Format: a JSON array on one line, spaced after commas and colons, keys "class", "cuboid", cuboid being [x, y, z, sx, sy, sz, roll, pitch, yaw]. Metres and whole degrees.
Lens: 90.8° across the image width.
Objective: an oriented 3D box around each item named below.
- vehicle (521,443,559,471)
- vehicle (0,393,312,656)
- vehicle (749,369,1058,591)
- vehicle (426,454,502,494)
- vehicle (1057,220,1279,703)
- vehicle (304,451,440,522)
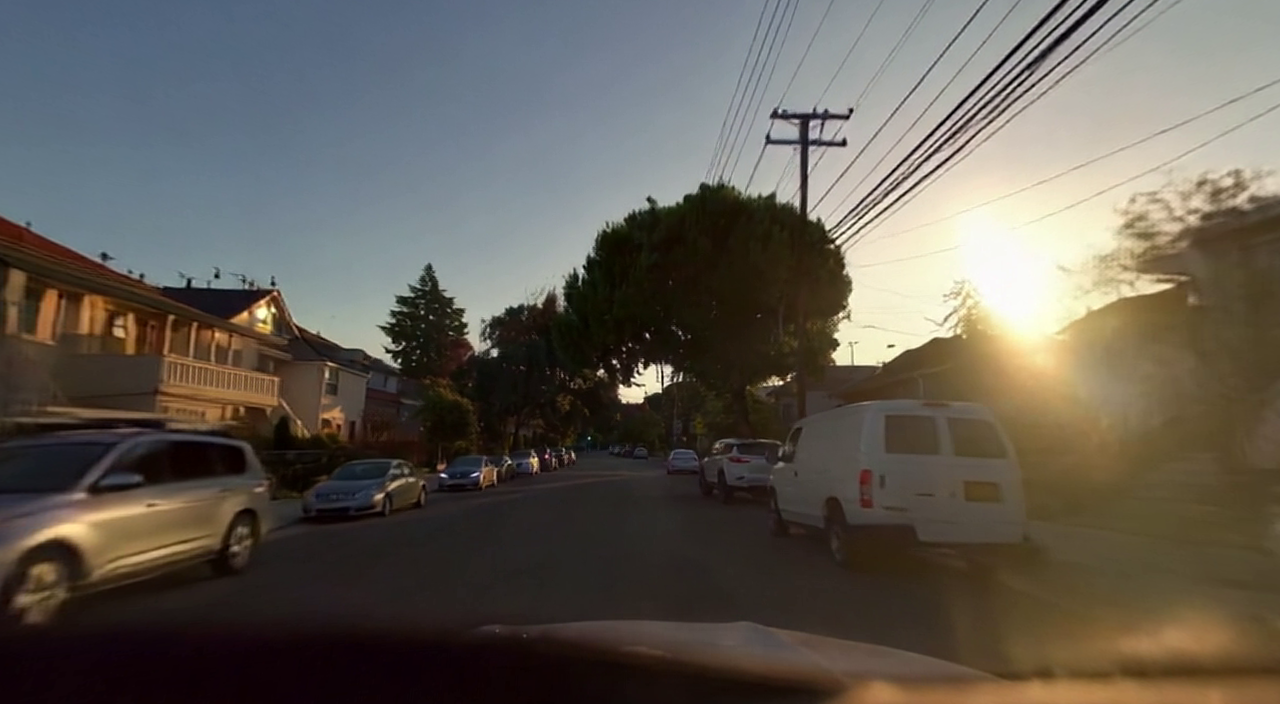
[{"class": "vehicle", "cuboid": [-7.437, 7.821, 47.364, 2.183, 1.972, 4.817, 0, -8, -2]}, {"class": "vehicle", "cuboid": [-5.972, 1.655, 7.173, 2.059, 1.969, 4.925, 0, -8, -3]}, {"class": "vehicle", "cuboid": [3.126, 1.650, 8.907, 2.295, 2.279, 4.578, 0, -8, 0]}, {"class": "vehicle", "cuboid": [-6.857, 4.754, 25.074, 1.958, 1.359, 4.357, 0, -8, -3]}, {"class": "vehicle", "cuboid": [3.237, 0.362, 0.292, 2.237, 2.071, 5.332, 0, -8, -2]}, {"class": "vehicle", "cuboid": [-6.641, 3.338, 16.305, 1.866, 1.474, 4.753, 0, -8, -6]}]
